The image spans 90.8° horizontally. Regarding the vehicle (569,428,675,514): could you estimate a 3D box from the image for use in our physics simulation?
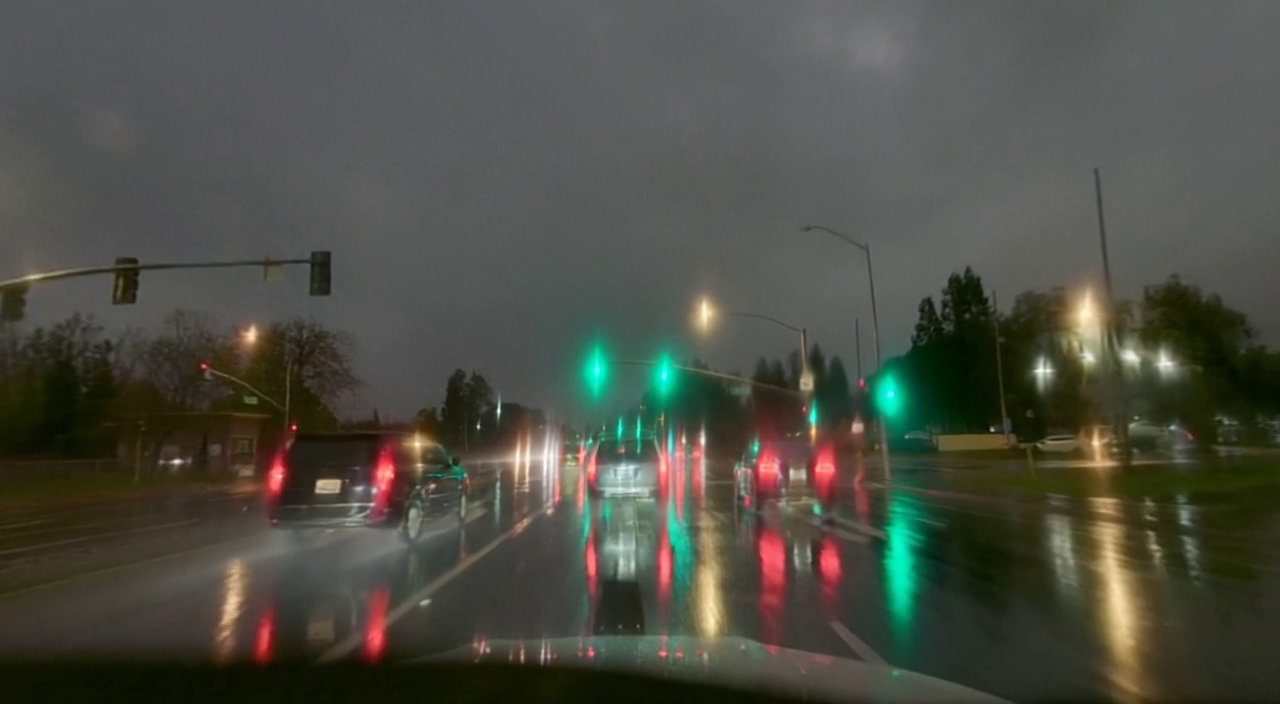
[{"bbox_3d":[-0.381,2.735,15.024,2.150,1.725,4.096,0,-8,0],"label":"vehicle"}]

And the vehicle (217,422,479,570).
[{"bbox_3d":[-3.756,1.894,9.081,1.823,1.602,4.061,0,-8,0],"label":"vehicle"}]

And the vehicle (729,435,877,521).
[{"bbox_3d":[3.320,2.637,13.773,2.068,1.541,4.041,0,-8,-1],"label":"vehicle"}]

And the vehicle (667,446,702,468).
[{"bbox_3d":[3.219,7.698,46.603,2.171,1.469,4.420,0,-8,-1],"label":"vehicle"}]
